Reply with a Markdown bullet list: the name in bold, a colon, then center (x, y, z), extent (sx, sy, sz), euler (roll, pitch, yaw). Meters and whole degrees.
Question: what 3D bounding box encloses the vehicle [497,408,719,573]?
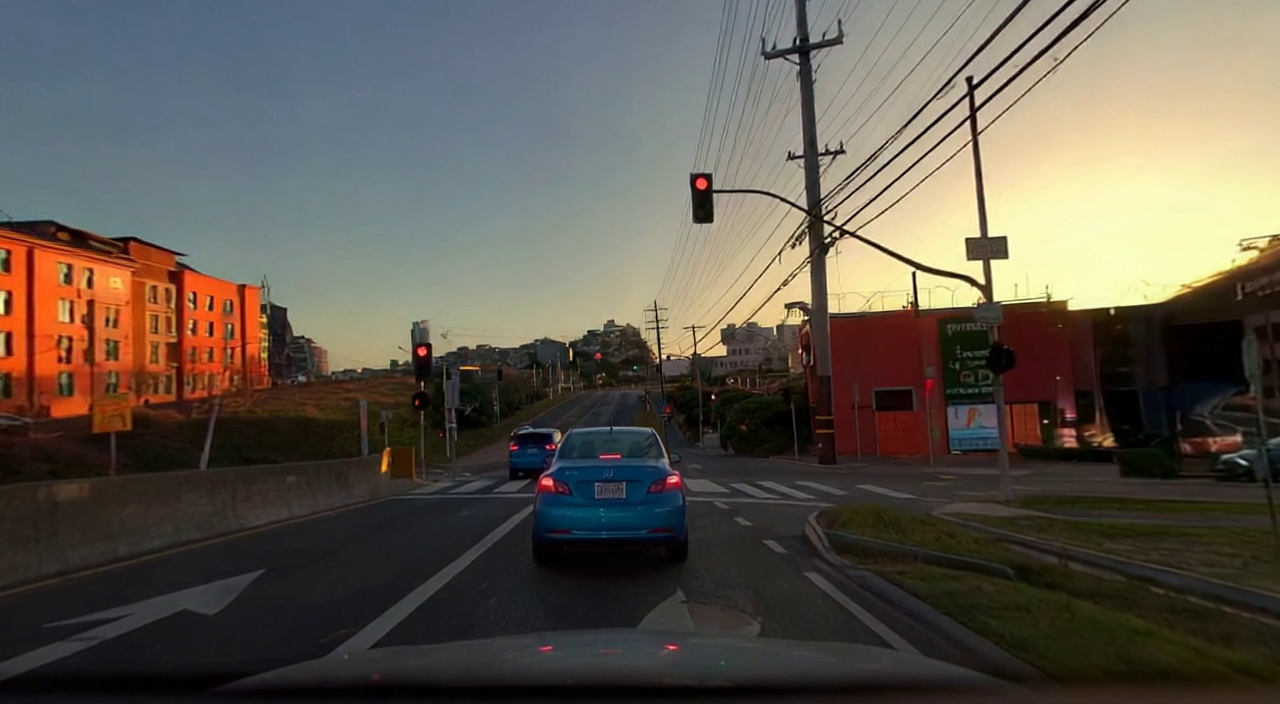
- **vehicle**: center (-0.302, 1.583, 7.940), extent (2.123, 1.566, 3.662), euler (0, -8, 0)
